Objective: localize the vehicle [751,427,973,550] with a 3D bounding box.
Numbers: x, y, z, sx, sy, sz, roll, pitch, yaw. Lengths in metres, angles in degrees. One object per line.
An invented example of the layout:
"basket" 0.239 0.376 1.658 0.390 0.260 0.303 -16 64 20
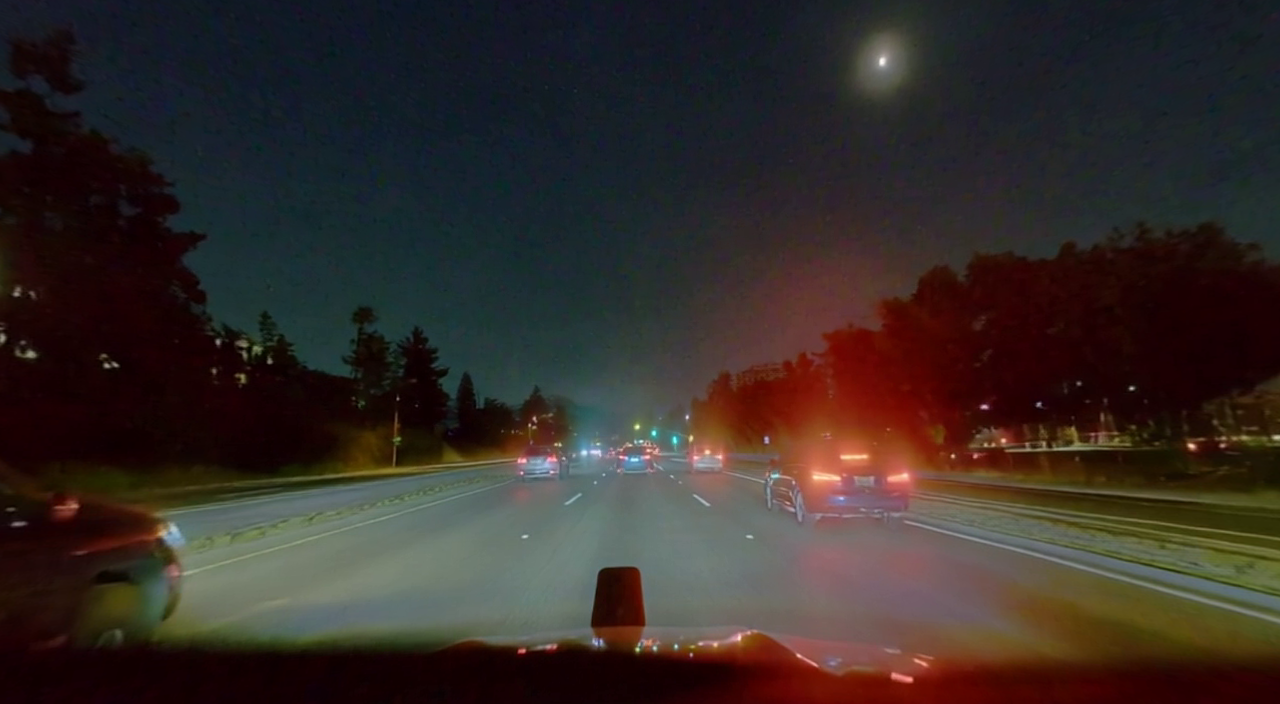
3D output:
"vehicle" 3.434 2.207 10.996 2.069 1.644 4.714 0 -9 -1

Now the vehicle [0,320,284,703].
"vehicle" -3.735 0.728 1.965 2.352 1.846 4.953 0 -8 0

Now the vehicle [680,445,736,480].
"vehicle" 3.178 5.249 30.288 2.068 1.541 4.041 0 -9 -2

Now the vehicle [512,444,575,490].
"vehicle" -3.651 4.377 24.489 1.823 1.602 4.061 0 -8 0

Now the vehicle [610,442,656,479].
"vehicle" -0.373 5.406 31.804 2.150 1.725 4.096 0 -9 -1
